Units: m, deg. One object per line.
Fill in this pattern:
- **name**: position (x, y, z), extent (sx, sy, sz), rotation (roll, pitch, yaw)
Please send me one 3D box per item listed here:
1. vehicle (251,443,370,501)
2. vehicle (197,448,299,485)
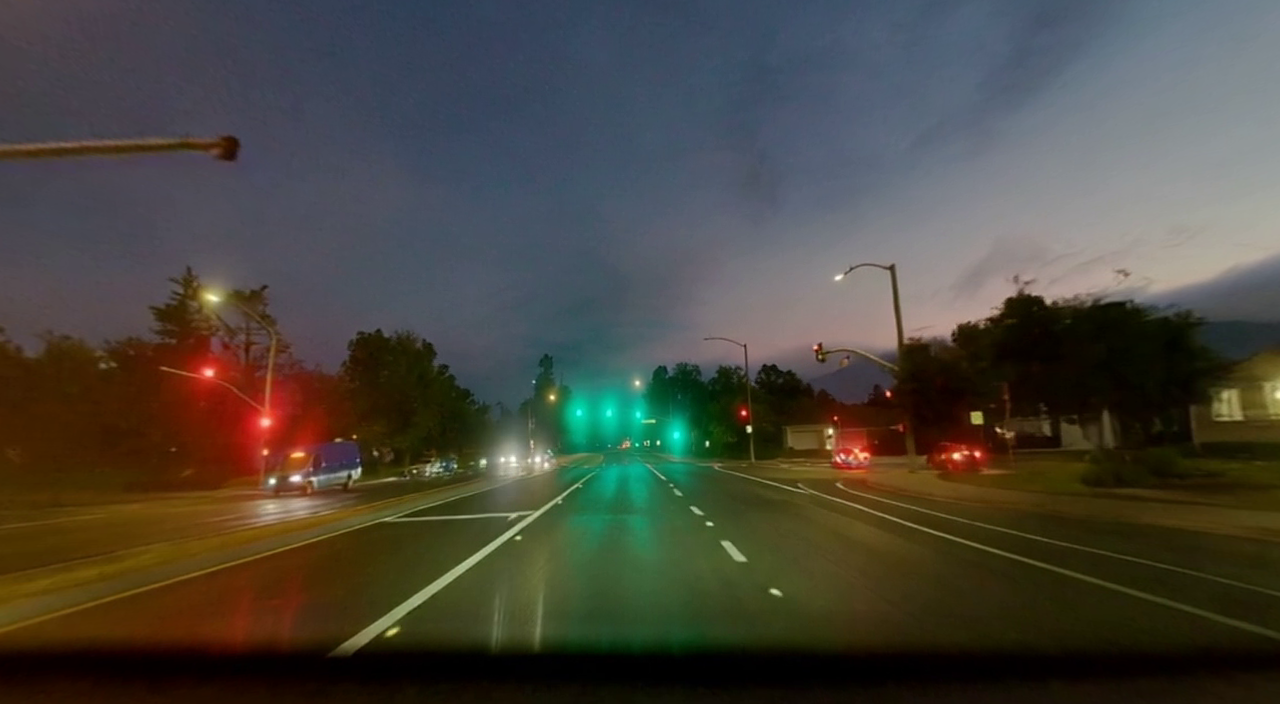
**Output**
- **vehicle**: position (-13.807, 5.001, 26.936), extent (2.346, 2.217, 5.290), rotation (0, -8, -2)
- **vehicle**: position (-21.371, 6.222, 34.542), extent (4.323, 1.678, 1.890), rotation (-2, -7, -2)
